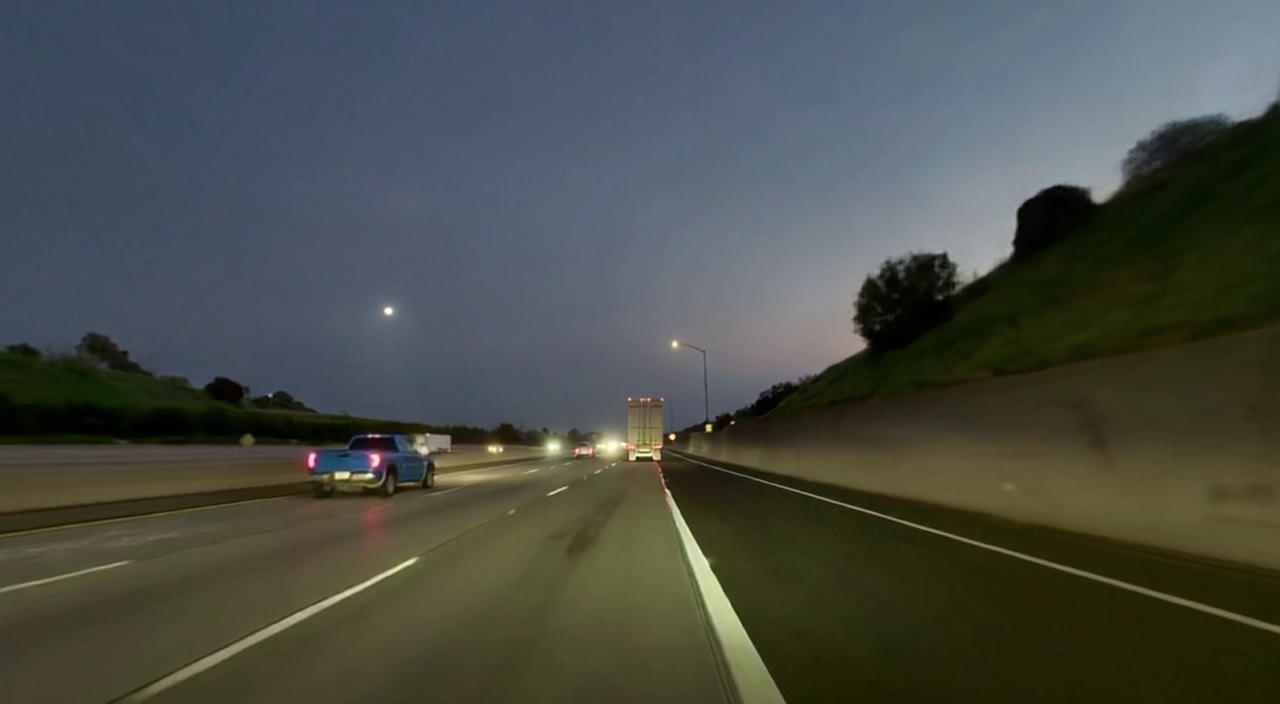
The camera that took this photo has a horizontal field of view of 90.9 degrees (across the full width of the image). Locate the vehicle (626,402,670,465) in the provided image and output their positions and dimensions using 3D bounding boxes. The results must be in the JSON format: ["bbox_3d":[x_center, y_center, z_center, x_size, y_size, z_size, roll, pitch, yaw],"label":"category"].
[{"bbox_3d":[0.623,6.582,49.841,2.951,4.229,15.519,0,-8,1],"label":"vehicle"}]

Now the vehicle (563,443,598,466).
[{"bbox_3d":[-4.230,7.374,45.554,1.983,1.508,4.060,0,-8,2],"label":"vehicle"}]

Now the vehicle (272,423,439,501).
[{"bbox_3d":[-7.695,3.039,17.855,2.113,1.837,5.339,0,-8,1],"label":"vehicle"}]
